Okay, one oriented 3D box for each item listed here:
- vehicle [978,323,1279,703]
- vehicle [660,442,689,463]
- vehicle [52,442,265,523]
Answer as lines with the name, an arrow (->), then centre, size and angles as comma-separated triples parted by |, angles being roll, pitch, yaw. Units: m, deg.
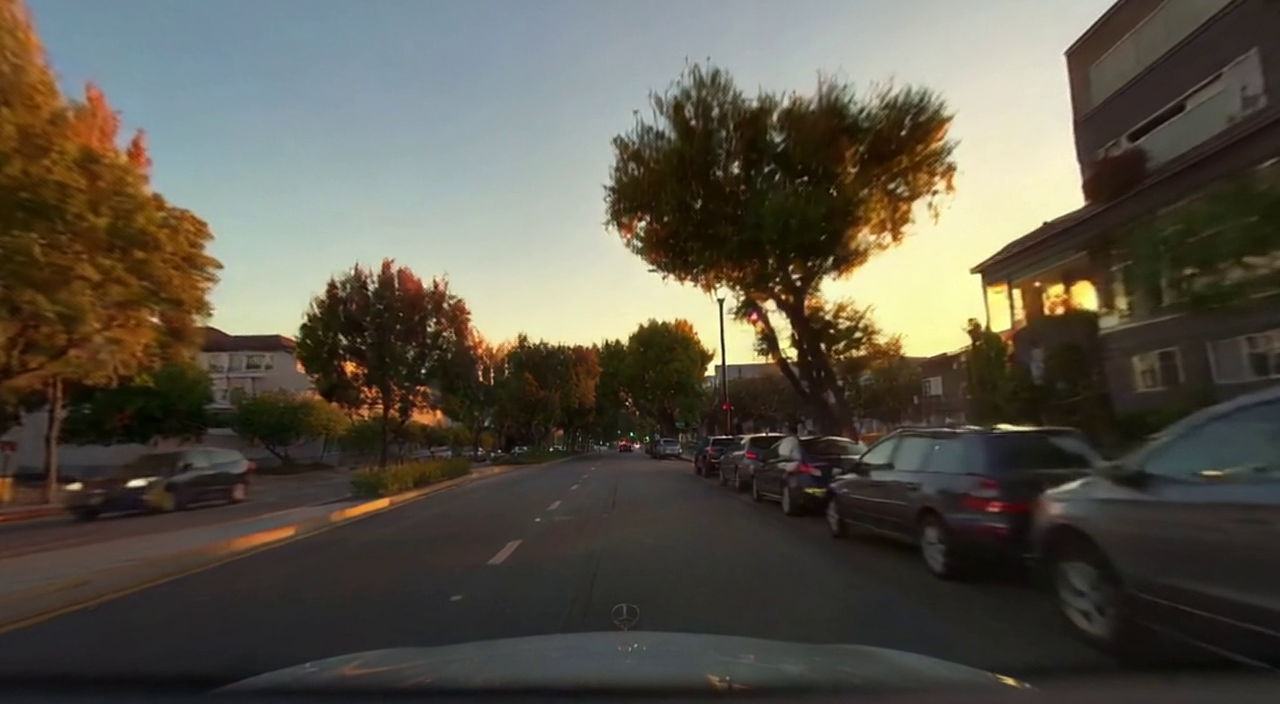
vehicle -> 3.907, 0.755, 2.405 | 2.129, 1.853, 5.275 | 1, -8, -3
vehicle -> 2.555, 7.613, 47.915 | 1.924, 1.492, 4.587 | 0, -8, 0
vehicle -> -11.497, 3.079, 15.575 | 1.950, 1.629, 4.333 | -2, -8, -2
